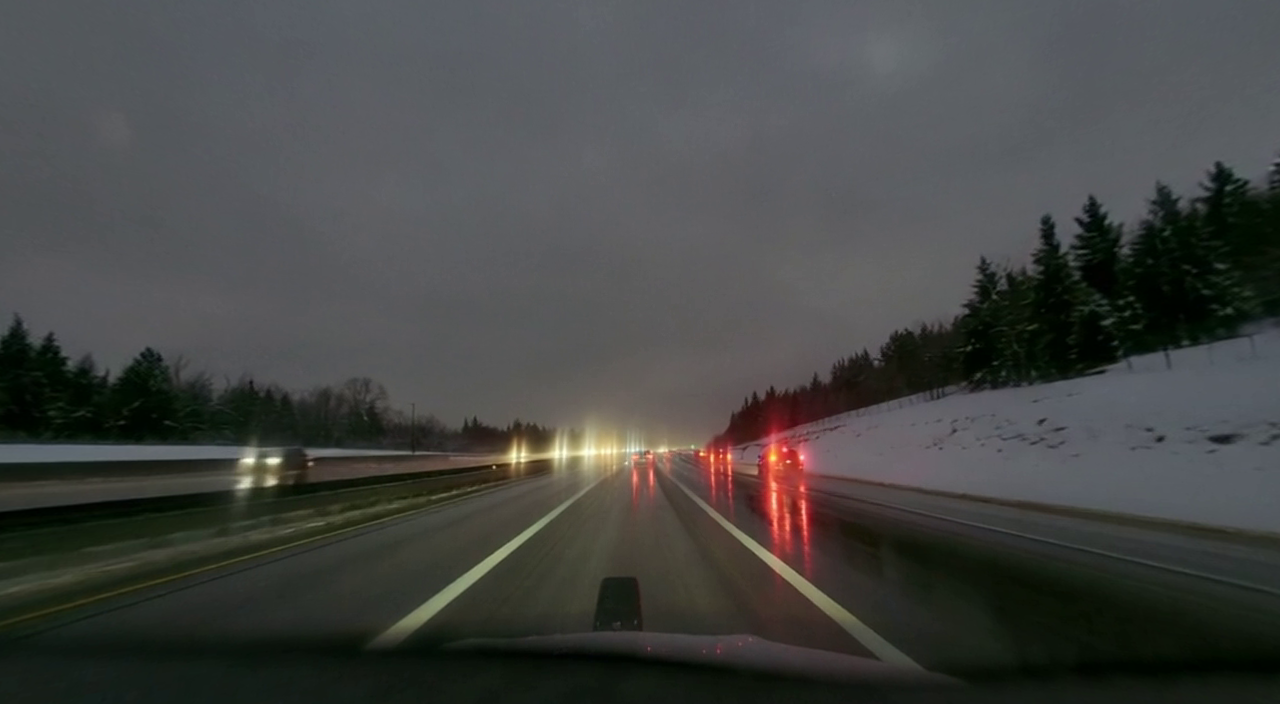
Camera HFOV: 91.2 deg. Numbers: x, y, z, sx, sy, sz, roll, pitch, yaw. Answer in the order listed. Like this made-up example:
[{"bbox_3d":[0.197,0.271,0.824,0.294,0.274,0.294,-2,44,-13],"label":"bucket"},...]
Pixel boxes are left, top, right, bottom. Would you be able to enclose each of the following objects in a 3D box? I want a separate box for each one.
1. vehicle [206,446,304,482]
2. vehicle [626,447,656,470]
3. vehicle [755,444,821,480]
[{"bbox_3d":[-19.324,5.613,31.755,1.955,1.678,4.699,0,-9,0],"label":"vehicle"},{"bbox_3d":[0.077,7.513,44.512,2.025,1.526,4.181,0,-9,0],"label":"vehicle"},{"bbox_3d":[6.947,5.214,29.949,2.008,1.533,4.592,0,-9,-1],"label":"vehicle"}]
